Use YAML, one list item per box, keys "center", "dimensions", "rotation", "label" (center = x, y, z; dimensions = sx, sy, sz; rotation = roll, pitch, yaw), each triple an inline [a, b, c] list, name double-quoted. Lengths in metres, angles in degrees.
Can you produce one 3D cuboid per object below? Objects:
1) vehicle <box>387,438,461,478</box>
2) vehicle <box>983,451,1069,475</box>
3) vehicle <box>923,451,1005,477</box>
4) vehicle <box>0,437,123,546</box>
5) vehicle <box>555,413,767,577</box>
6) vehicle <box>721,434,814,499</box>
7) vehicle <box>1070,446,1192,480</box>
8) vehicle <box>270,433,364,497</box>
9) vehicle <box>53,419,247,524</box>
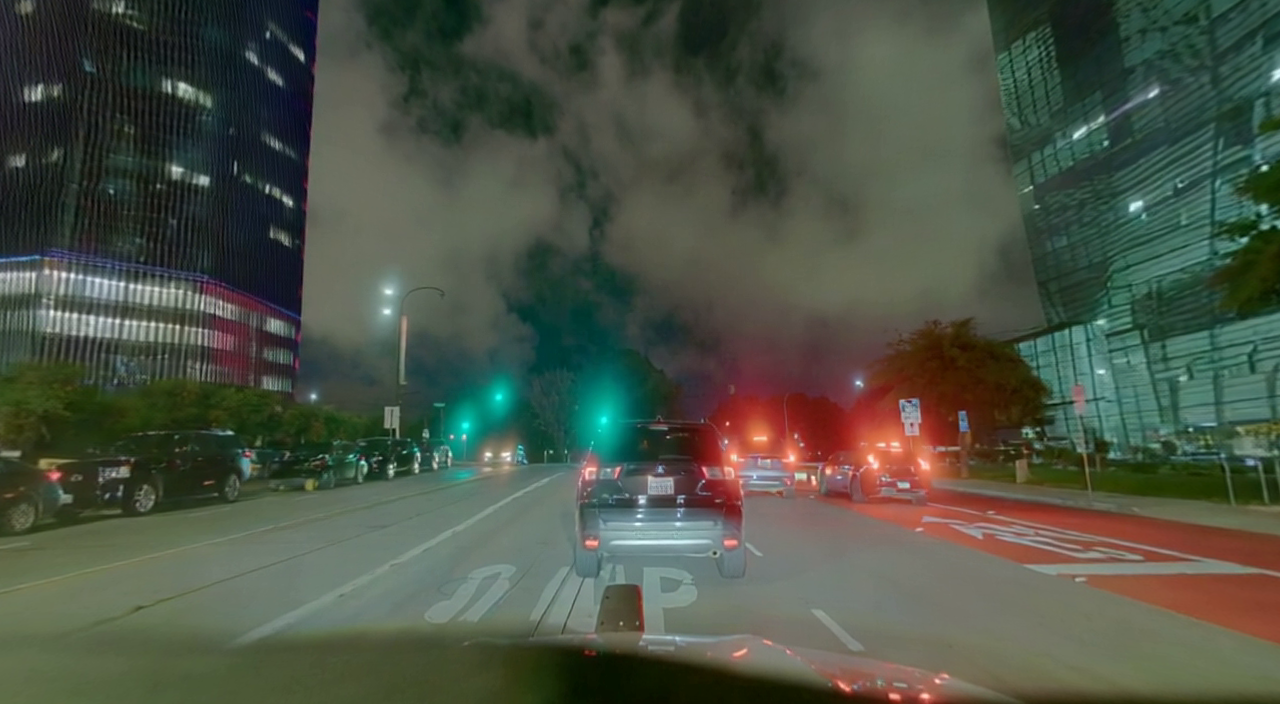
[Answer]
- center: [-11.648, 5.738, 34.575]
  dimensions: [2.338, 1.963, 5.740]
  rotation: [0, -8, -3]
  label: "vehicle"
- center: [28.268, 8.067, 46.328]
  dimensions: [5.153, 1.626, 1.895]
  rotation: [-6, -11, 36]
  label: "vehicle"
- center: [23.338, 8.029, 45.626]
  dimensions: [4.956, 1.706, 1.822]
  rotation: [-6, -10, 34]
  label: "vehicle"
- center: [-9.975, 1.980, 8.918]
  dimensions: [1.844, 1.524, 4.371]
  rotation: [0, -8, -4]
  label: "vehicle"
- center: [0.262, 1.804, 8.728]
  dimensions: [2.192, 1.695, 4.142]
  rotation: [0, -8, 1]
  label: "vehicle"
- center: [3.856, 3.555, 20.090]
  dimensions: [2.143, 1.793, 4.763]
  rotation: [0, -8, 2]
  label: "vehicle"
- center: [31.139, 7.027, 40.376]
  dimensions: [5.890, 1.996, 2.155]
  rotation: [-6, -10, 34]
  label: "vehicle"
- center: [-10.961, 3.820, 21.679]
  dimensions: [1.559, 1.973, 3.419]
  rotation: [0, -8, -4]
  label: "vehicle"
- center: [-10.334, 2.507, 13.696]
  dimensions: [1.543, 1.946, 3.454]
  rotation: [1, -8, -5]
  label: "vehicle"
